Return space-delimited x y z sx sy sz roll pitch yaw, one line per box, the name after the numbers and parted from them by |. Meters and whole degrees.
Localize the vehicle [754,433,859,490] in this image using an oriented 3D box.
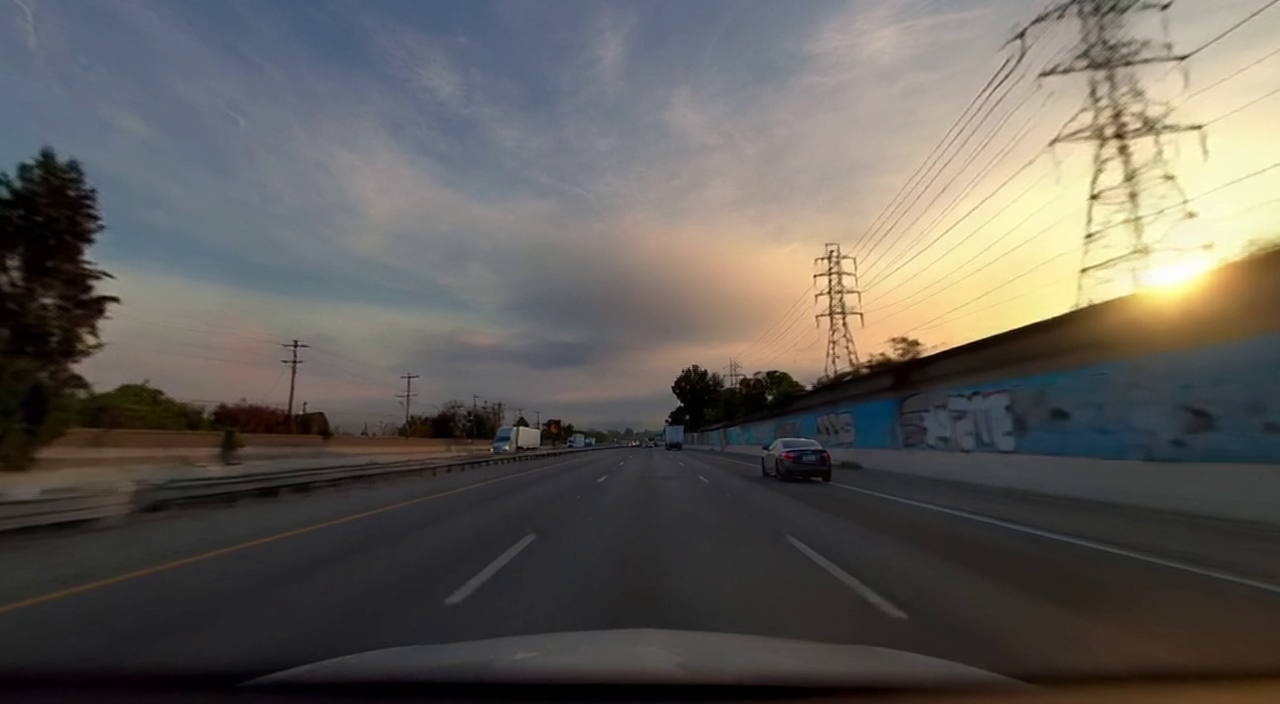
4.741 3.162 18.539 1.991 1.494 3.951 0 -8 0 | vehicle
